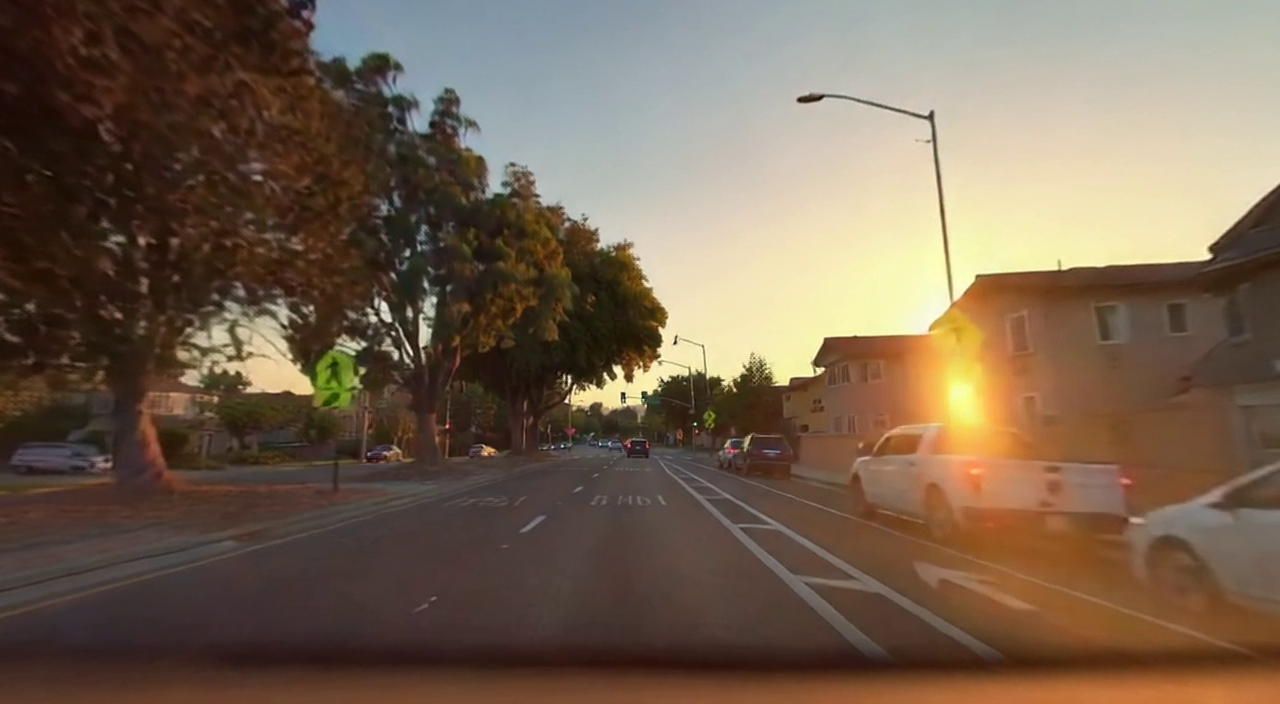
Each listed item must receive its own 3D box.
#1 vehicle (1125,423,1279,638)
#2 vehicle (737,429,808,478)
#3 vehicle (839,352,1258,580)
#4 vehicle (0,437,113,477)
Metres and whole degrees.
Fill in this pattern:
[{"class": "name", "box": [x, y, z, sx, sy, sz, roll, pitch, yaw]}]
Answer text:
[{"class": "vehicle", "box": [5.766, 1.208, 3.858, 1.940, 1.584, 4.553, 1, -9, 0]}, {"class": "vehicle", "box": [5.593, 4.344, 27.315, 2.008, 1.930, 4.919, 0, -8, 1]}, {"class": "vehicle", "box": [5.480, 1.730, 10.178, 2.324, 2.468, 6.422, 1, -9, -1]}, {"class": "vehicle", "box": [-36.533, 6.467, 39.006, 5.817, 2.386, 2.307, 0, -9, 0]}]
